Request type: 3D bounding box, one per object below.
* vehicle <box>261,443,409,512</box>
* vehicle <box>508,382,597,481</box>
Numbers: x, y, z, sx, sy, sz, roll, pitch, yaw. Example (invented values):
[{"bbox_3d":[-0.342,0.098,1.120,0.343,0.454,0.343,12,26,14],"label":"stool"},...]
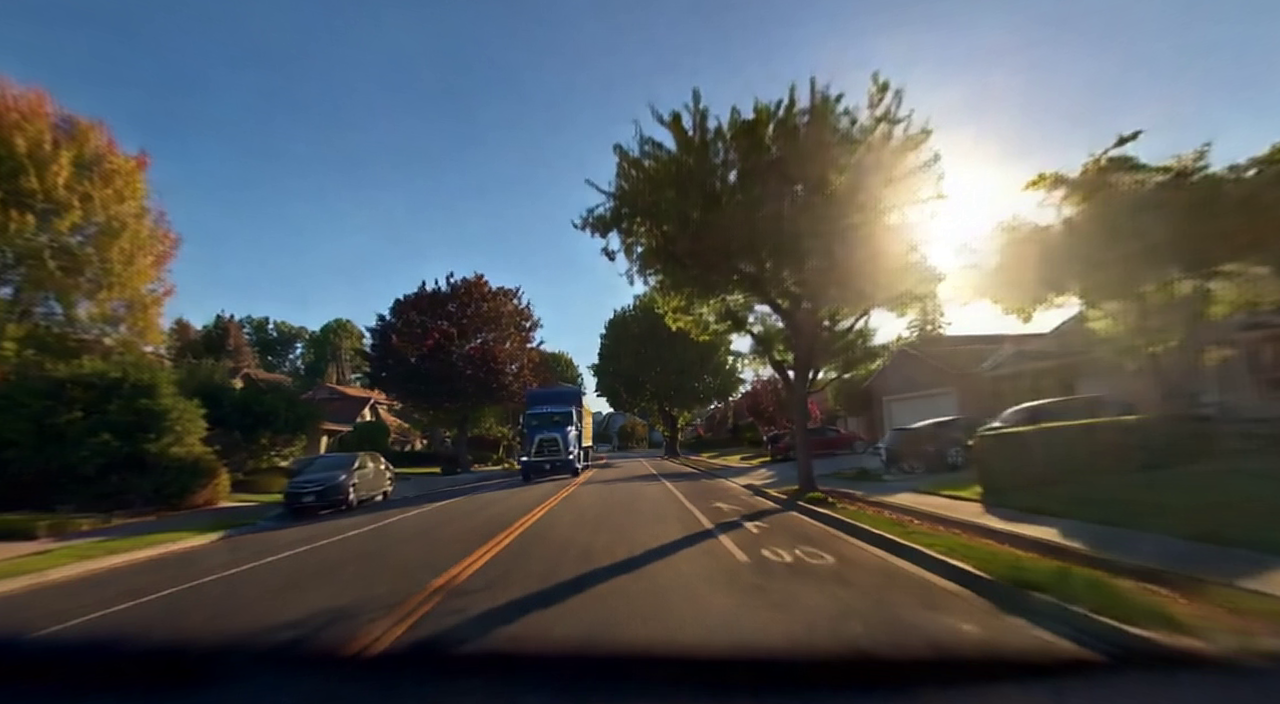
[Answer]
[{"bbox_3d":[-8.946,3.667,19.095,2.119,1.775,4.643,0,-8,0],"label":"vehicle"},{"bbox_3d":[-4.032,4.099,31.911,3.133,4.112,10.695,0,-8,-1],"label":"vehicle"}]
